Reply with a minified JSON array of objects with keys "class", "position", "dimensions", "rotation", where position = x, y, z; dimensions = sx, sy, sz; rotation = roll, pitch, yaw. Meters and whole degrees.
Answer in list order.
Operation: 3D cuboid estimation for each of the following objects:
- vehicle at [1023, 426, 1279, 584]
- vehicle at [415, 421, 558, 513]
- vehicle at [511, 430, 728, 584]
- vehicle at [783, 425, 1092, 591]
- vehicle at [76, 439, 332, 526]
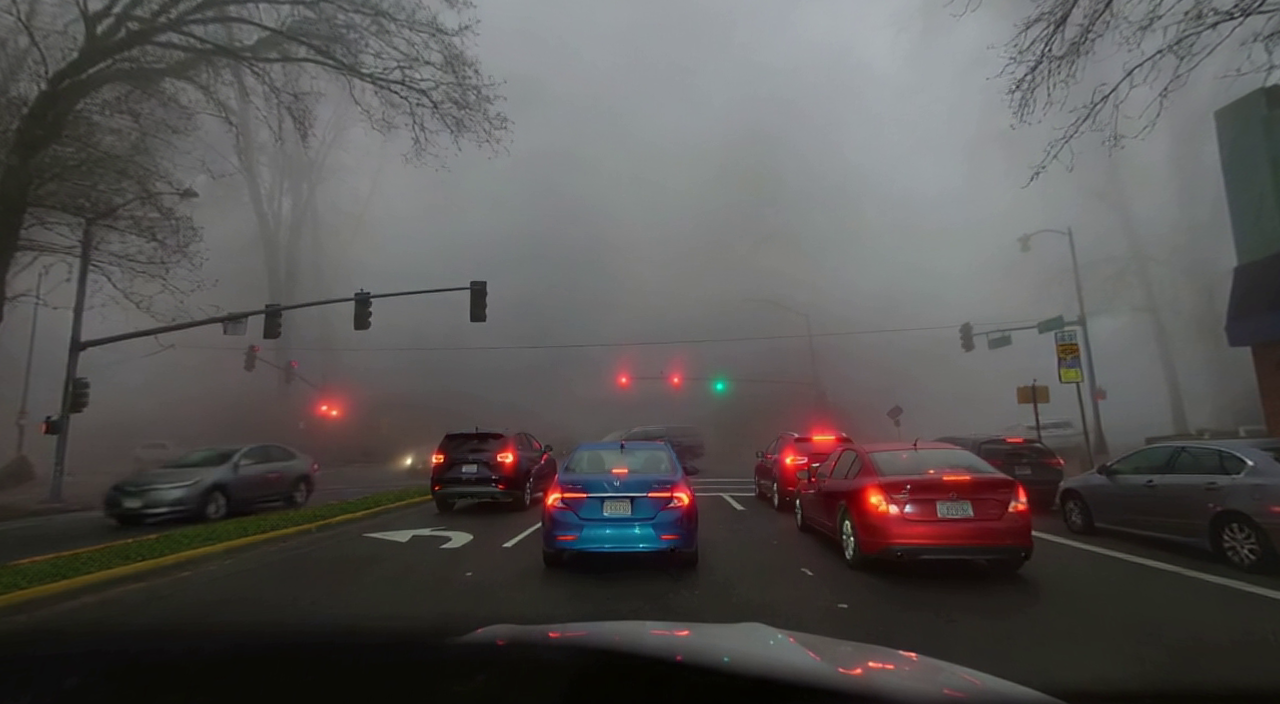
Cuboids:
[{"class":"vehicle","position":[7.198,1.732,7.818],"dimensions":[2.004,1.508,4.646],"rotation":[0,-8,0]},{"class":"vehicle","position":[-3.440,2.706,15.381],"dimensions":[2.160,1.823,5.115],"rotation":[0,-8,1]},{"class":"vehicle","position":[-0.178,1.800,8.158],"dimensions":[2.098,1.477,3.897],"rotation":[0,-8,1]},{"class":"vehicle","position":[3.235,1.756,7.998],"dimensions":[2.020,1.513,4.120],"rotation":[0,-8,2]},{"class":"vehicle","position":[-8.688,2.607,13.295],"dimensions":[1.966,1.469,4.714],"rotation":[0,-9,1]}]
